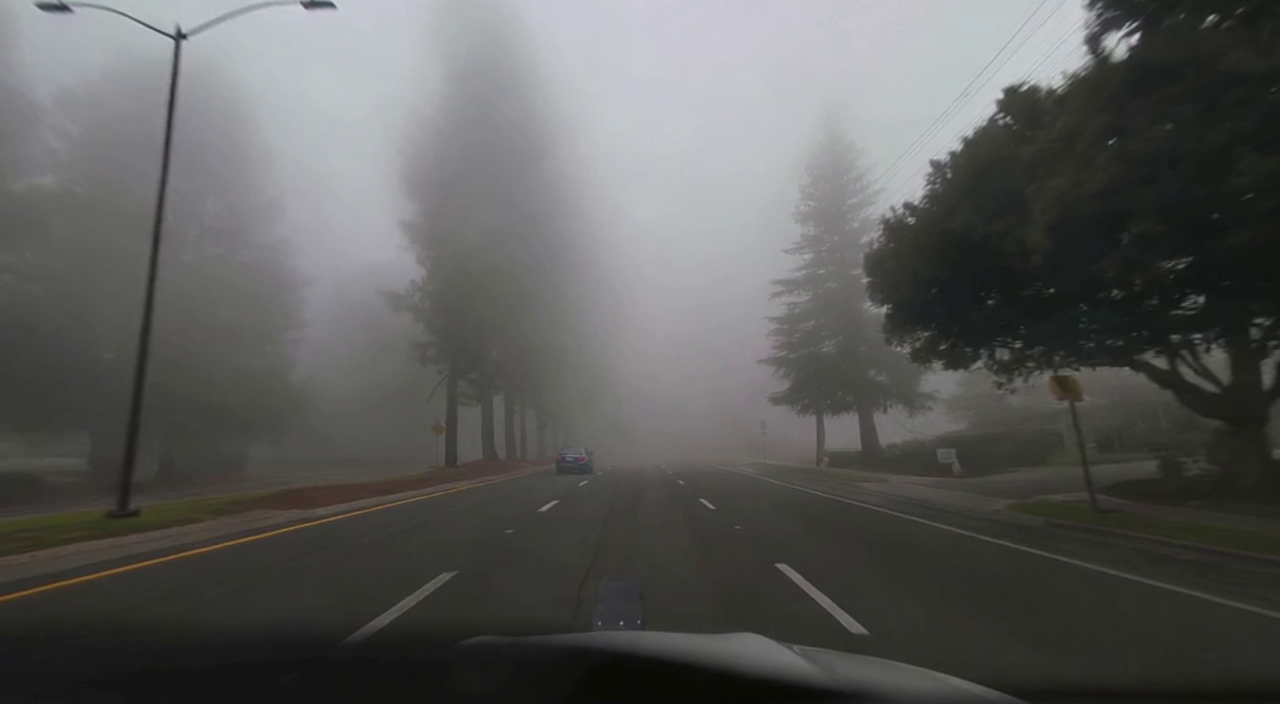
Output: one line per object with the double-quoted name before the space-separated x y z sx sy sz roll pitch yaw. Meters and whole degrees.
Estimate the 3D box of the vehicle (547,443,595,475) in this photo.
"vehicle" -3.511 5.544 32.849 2.007 1.514 4.049 0 -8 1
